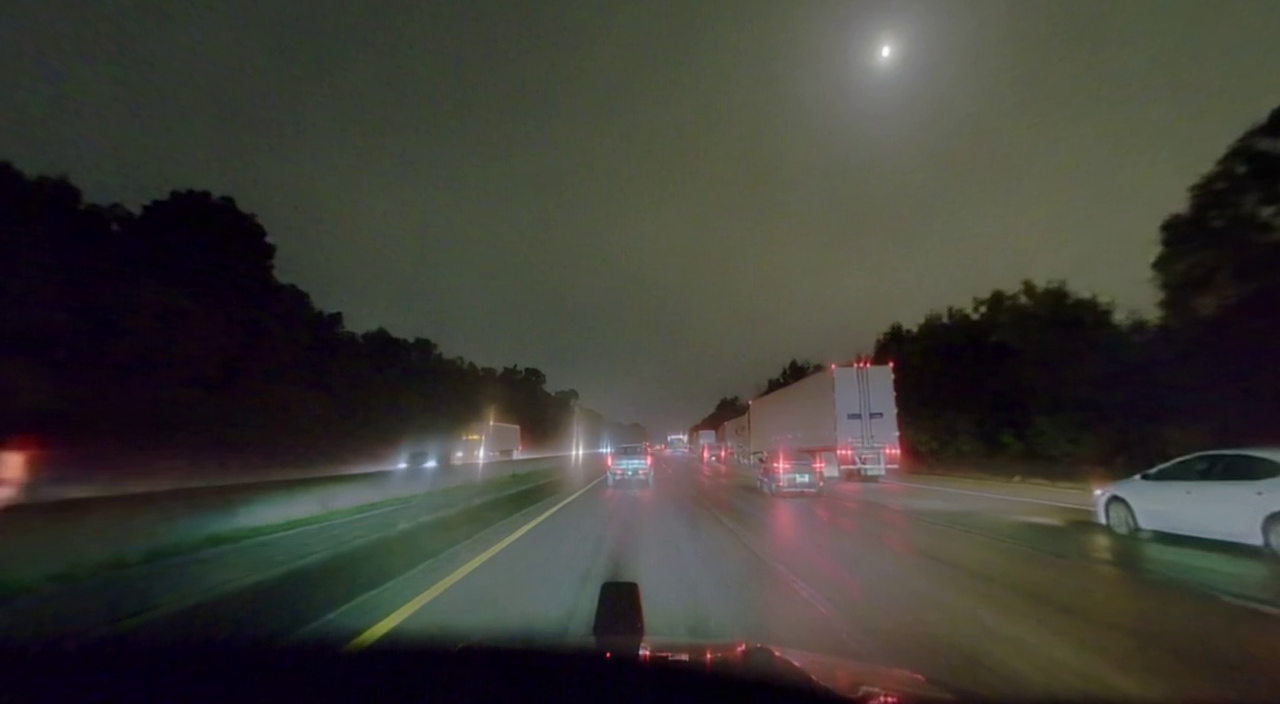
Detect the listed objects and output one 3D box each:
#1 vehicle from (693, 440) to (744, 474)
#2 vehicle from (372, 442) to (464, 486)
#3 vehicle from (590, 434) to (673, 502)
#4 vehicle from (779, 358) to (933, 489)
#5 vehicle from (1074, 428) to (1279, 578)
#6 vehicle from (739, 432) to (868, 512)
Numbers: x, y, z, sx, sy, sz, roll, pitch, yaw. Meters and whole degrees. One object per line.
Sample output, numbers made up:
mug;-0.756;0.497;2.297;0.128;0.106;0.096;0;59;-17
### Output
vehicle;4.111;5.581;33.665;2.150;1.632;4.260;0;-9;0
vehicle;-8.550;4.344;24.764;1.976;1.549;4.303;0;-9;1
vehicle;-0.169;3.116;17.268;2.023;1.618;3.628;0;-9;1
vehicle;7.645;2.862;23.922;2.823;4.063;8.485;0;-9;1
vehicle;7.318;1.620;7.048;1.951;1.467;4.173;0;-9;0
vehicle;3.617;2.734;14.761;1.920;1.594;3.867;0;-9;0
